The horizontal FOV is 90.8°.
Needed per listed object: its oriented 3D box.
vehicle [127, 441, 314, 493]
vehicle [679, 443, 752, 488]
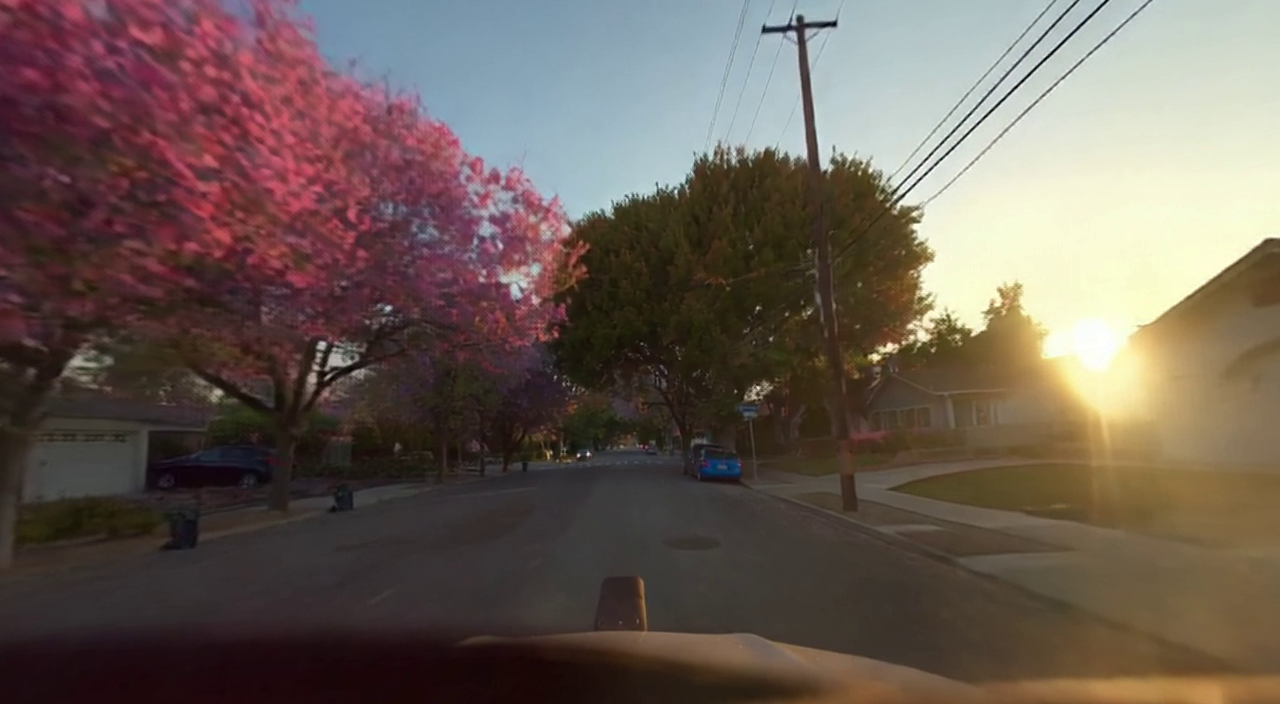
[{"bbox_3d":[-16.690,4.558,25.433,5.902,1.796,2.183,-1,-7,-3],"label":"vehicle"},{"bbox_3d":[2.652,4.092,23.252,2.022,1.455,4.406,0,-8,-1],"label":"vehicle"}]
